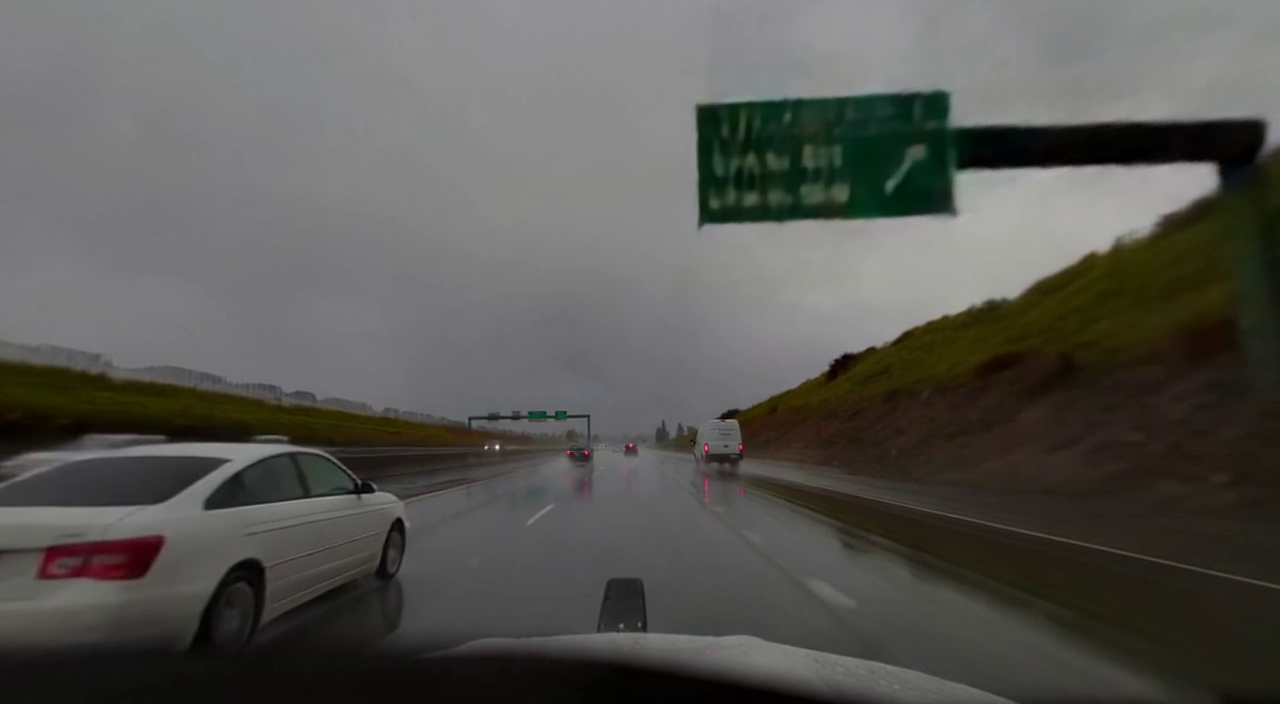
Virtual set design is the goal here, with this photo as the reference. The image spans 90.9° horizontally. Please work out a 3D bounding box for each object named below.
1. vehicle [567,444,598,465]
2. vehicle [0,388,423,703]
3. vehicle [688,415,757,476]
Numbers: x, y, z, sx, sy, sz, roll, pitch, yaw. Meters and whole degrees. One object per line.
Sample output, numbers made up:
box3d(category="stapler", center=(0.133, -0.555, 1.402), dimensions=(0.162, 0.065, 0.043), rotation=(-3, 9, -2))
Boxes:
box3d(category="vehicle", center=(-4.390, 7.933, 48.754), dimensions=(2.054, 1.529, 4.368), rotation=(0, -9, -1))
box3d(category="vehicle", center=(-3.341, 1.227, 4.415), dimensions=(1.939, 1.513, 4.773), rotation=(0, -9, 0))
box3d(category="vehicle", center=(3.796, 4.479, 30.104), dimensions=(2.361, 2.636, 5.684), rotation=(0, -9, -1))
